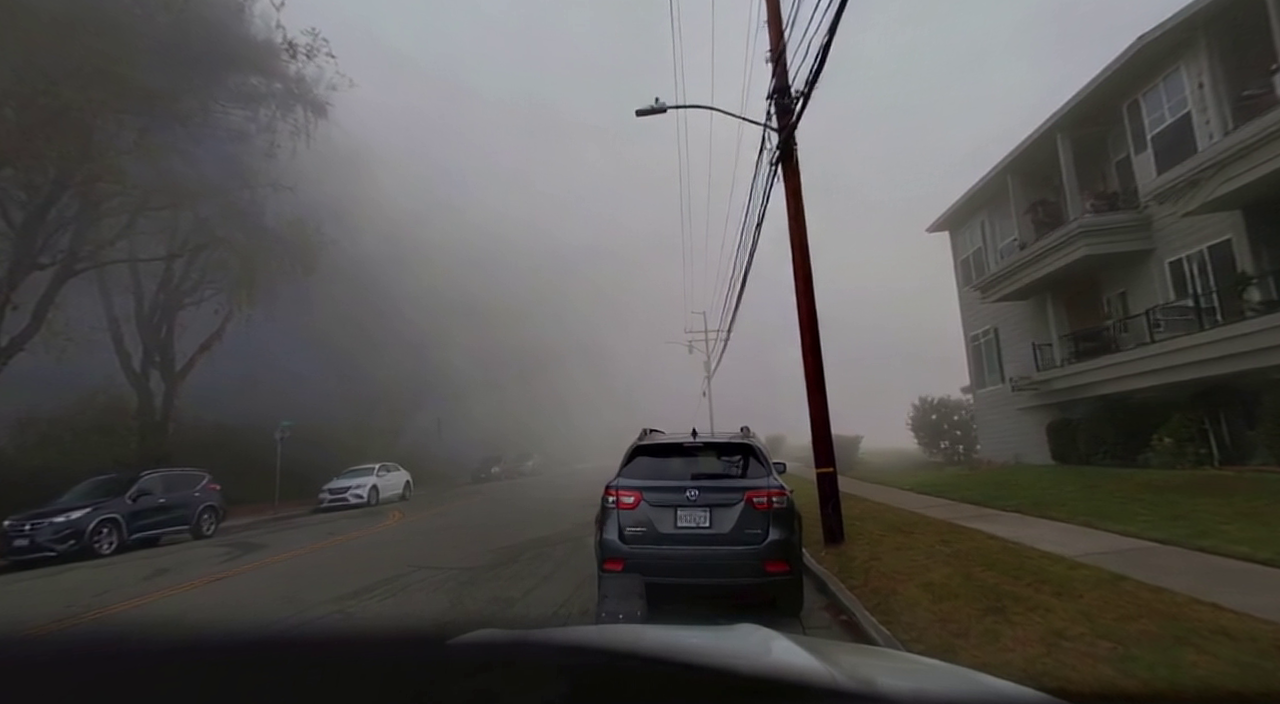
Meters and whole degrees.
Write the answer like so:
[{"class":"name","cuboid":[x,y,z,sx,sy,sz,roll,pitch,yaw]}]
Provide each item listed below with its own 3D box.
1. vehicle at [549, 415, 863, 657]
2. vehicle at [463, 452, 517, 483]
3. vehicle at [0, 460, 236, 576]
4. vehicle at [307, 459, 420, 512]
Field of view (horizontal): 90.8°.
[{"class":"vehicle","cuboid":[0.593,1.543,6.530,2.030,1.535,4.683,-1,-8,4]},{"class":"vehicle","cuboid":[-9.360,7.200,39.735,2.011,1.801,4.676,-1,-8,3]},{"class":"vehicle","cuboid":[-10.779,3.228,12.867,2.068,1.745,4.579,-7,-9,1]},{"class":"vehicle","cuboid":[-10.543,5.073,24.493,2.017,1.582,4.664,-7,-9,4]}]
